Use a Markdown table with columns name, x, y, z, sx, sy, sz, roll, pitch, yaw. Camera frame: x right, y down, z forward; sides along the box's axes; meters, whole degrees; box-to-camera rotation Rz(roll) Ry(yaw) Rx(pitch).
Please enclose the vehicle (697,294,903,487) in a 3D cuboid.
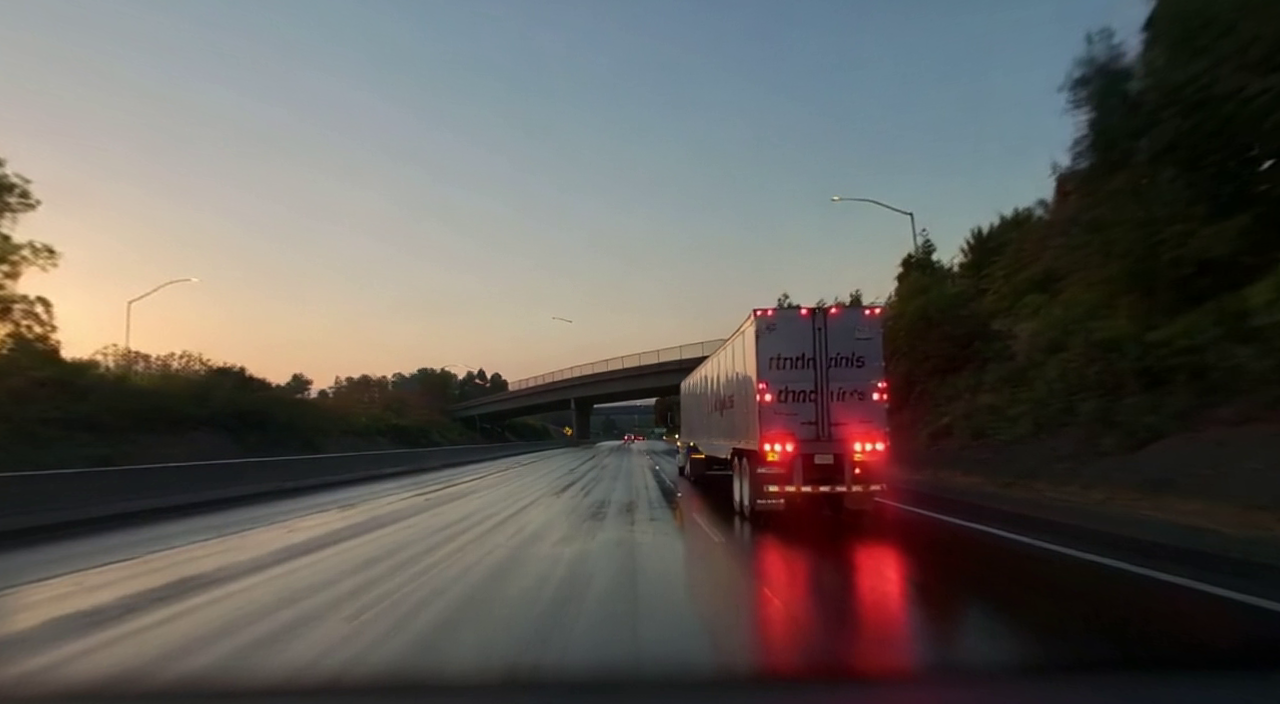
| name | x | y | z | sx | sy | sz | roll | pitch | yaw |
| --- | --- | --- | --- | --- | --- | --- | --- | --- | --- |
| vehicle | 3.815 | 1.586 | 19.644 | 2.850 | 3.894 | 13.987 | 0 | -7 | 0 |
